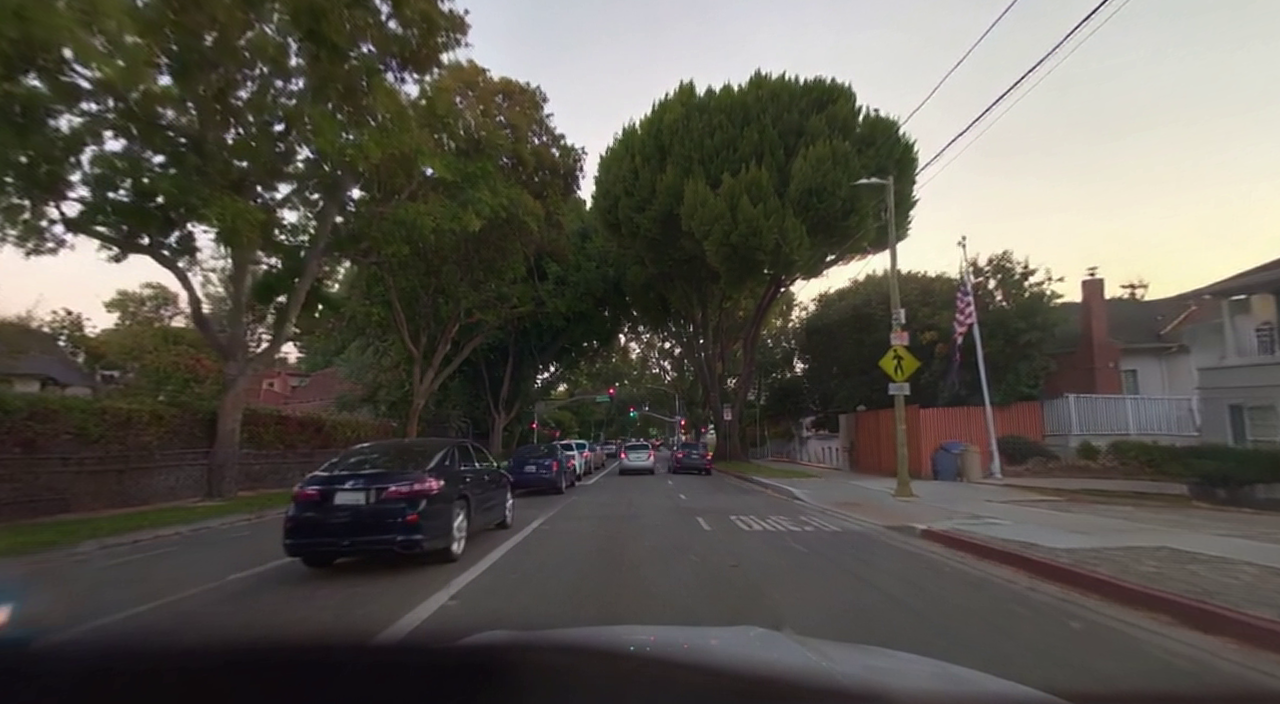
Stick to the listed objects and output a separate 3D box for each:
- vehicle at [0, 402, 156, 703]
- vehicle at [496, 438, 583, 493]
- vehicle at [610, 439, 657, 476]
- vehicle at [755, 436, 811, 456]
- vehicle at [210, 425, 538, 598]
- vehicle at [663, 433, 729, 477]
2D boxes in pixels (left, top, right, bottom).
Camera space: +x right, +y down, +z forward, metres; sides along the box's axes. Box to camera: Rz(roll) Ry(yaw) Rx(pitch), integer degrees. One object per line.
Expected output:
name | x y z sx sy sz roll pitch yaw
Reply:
vehicle | -3.032 0.664 0.380 1.970 1.477 4.380 0 -9 0
vehicle | -2.966 3.477 19.714 1.897 1.484 4.716 0 -9 1
vehicle | -0.306 4.578 27.646 1.927 1.453 3.848 0 -9 -1
vehicle | 11.079 7.308 48.973 3.883 1.496 1.779 1 -9 -2
vehicle | -2.693 1.734 7.854 2.081 1.488 4.566 0 -9 0
vehicle | 2.255 4.329 26.748 2.258 1.682 4.635 0 -9 -1
